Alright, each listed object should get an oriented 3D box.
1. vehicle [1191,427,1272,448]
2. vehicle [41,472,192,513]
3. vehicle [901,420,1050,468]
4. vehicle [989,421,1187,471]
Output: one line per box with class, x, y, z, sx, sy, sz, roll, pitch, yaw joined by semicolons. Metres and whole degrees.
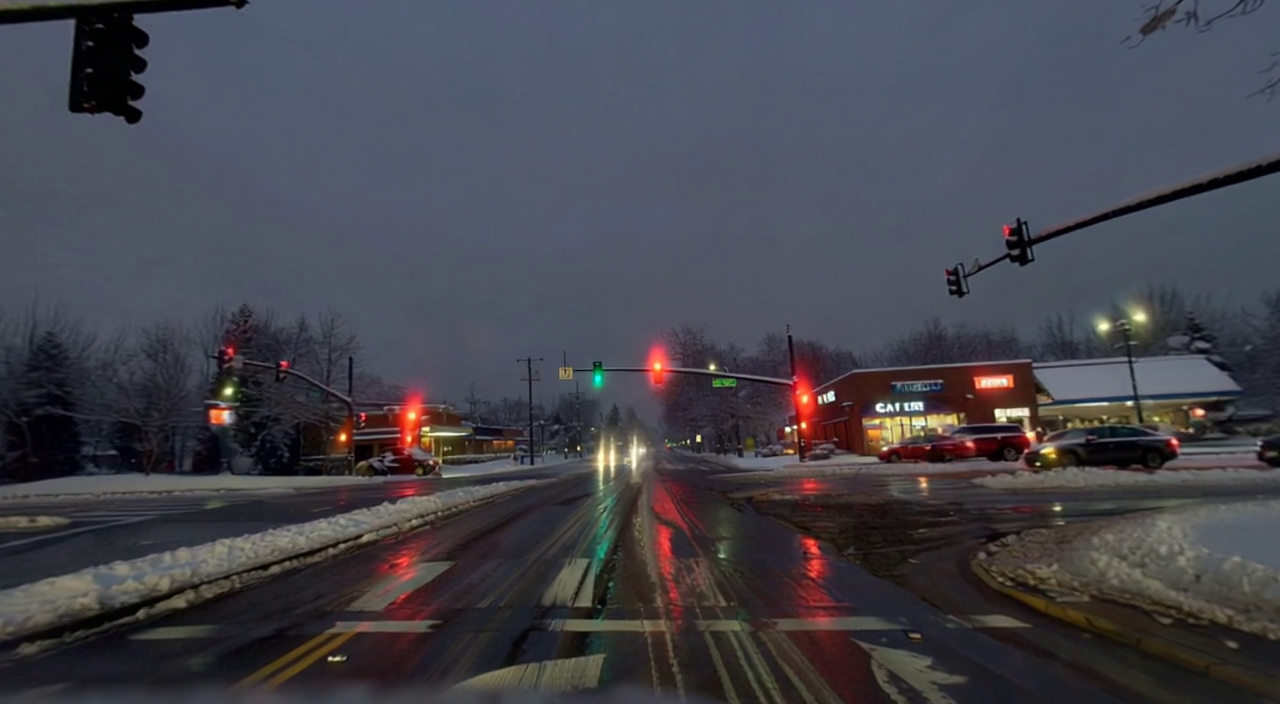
vehicle;42.045;6.065;44.900;4.347;1.446;1.777;1;-9;-9
vehicle;-21.164;5.672;25.644;4.676;1.463;1.909;-1;-8;6
vehicle;13.020;3.644;24.943;4.916;1.730;1.986;-4;-9;21
vehicle;14.356;3.086;20.633;4.835;1.487;1.913;-3;-9;20
